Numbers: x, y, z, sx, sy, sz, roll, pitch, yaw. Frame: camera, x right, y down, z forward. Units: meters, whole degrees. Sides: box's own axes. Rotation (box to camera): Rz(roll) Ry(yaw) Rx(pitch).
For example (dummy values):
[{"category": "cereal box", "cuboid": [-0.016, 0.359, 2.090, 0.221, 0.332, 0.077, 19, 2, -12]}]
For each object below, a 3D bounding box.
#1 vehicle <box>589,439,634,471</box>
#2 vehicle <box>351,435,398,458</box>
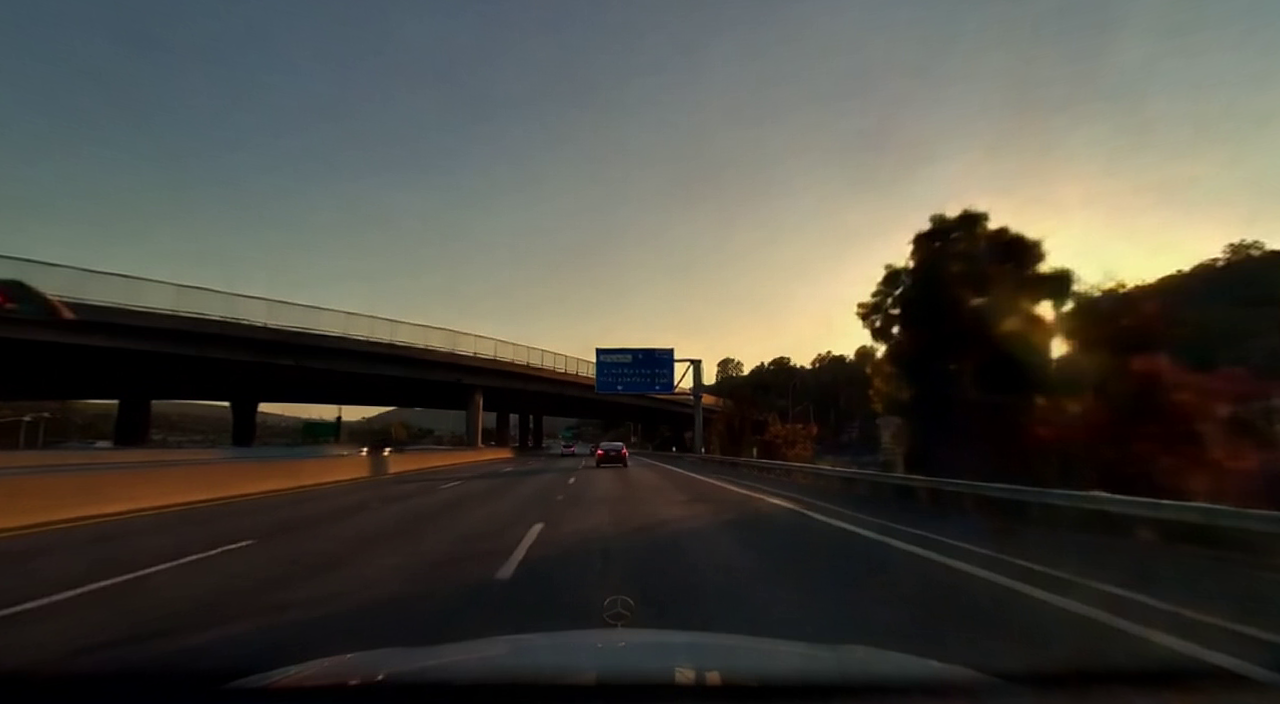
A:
[{"category": "vehicle", "cuboid": [-1.398, 5.306, 32.433, 2.055, 1.509, 4.255, -1, -9, 2]}, {"category": "vehicle", "cuboid": [-19.490, 6.988, 46.214, 1.952, 1.590, 4.398, 0, -9, -6]}]
